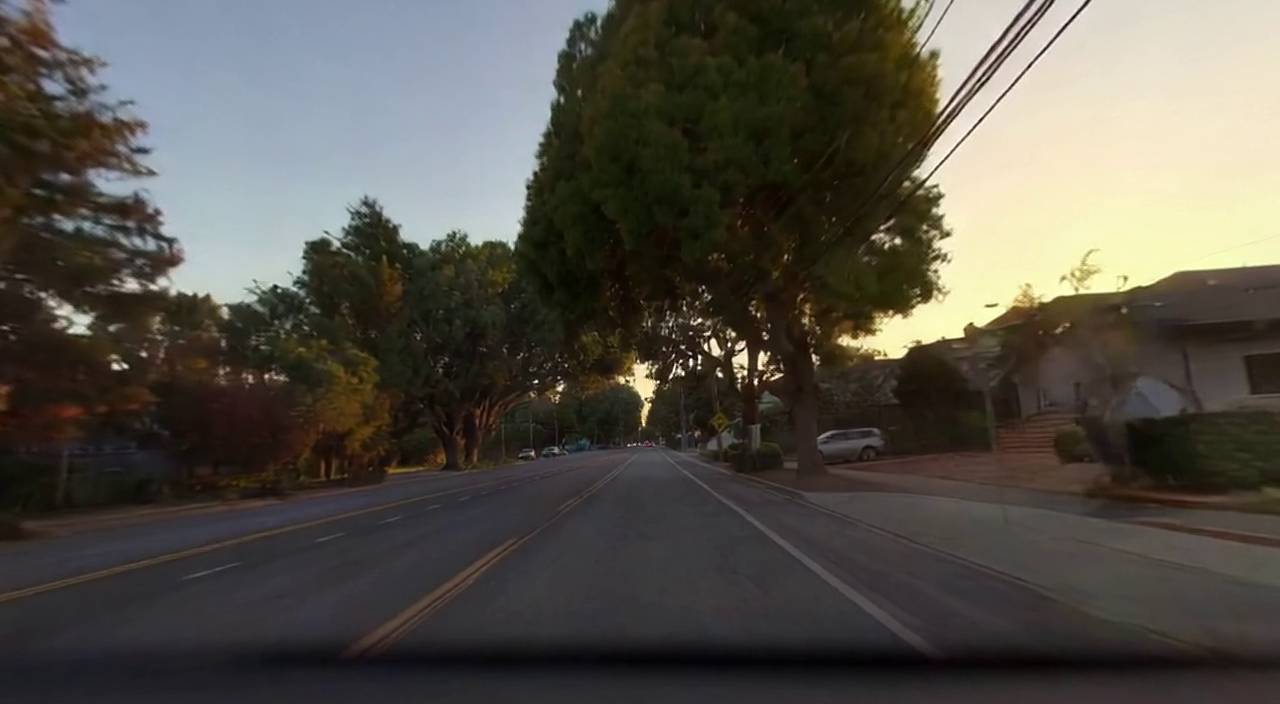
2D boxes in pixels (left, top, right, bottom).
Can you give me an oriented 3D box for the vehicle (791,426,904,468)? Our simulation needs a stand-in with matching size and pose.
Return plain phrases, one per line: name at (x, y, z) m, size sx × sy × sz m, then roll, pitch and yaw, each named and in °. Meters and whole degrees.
vehicle at (9.502, 4.406, 29.211) m, size 4.494 × 1.850 × 2.027 m, roll 0°, pitch -9°, yaw 0°
